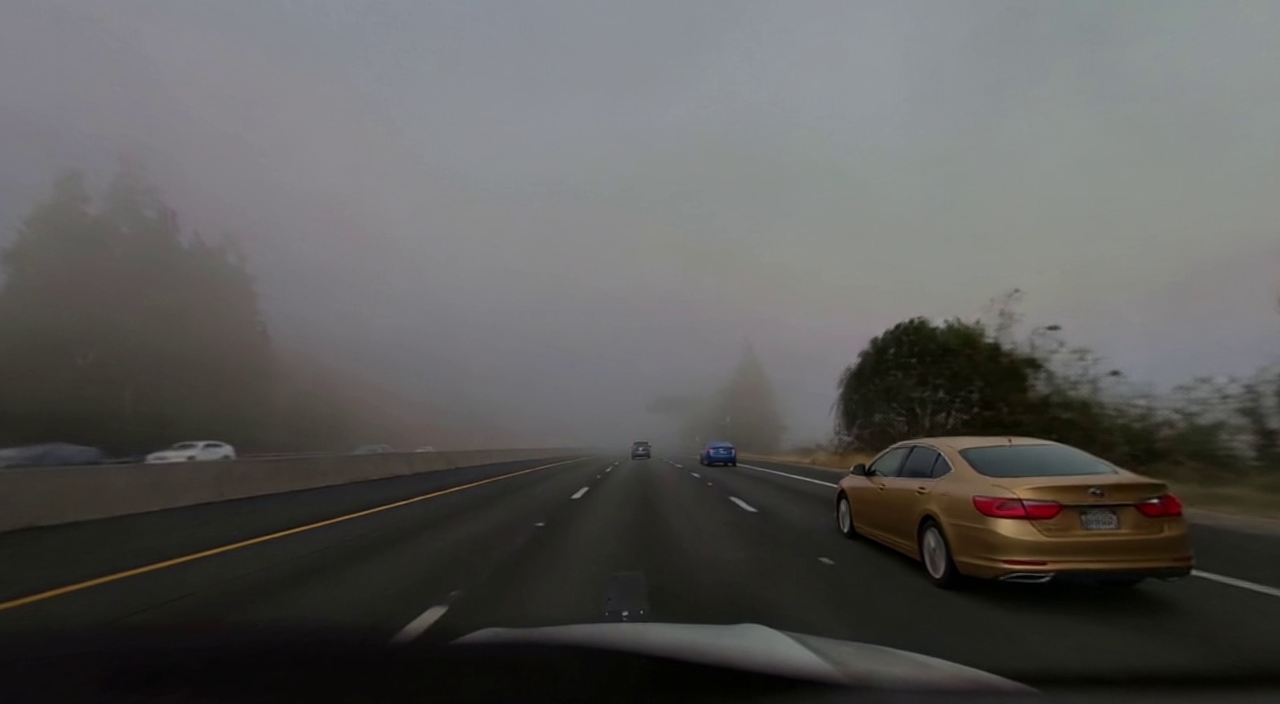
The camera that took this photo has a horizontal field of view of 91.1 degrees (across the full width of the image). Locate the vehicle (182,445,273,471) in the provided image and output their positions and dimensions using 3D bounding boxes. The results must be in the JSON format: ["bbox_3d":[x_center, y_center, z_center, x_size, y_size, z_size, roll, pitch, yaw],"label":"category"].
[{"bbox_3d":[-28.923,7.402,44.321,2.546,1.681,5.672,0,-8,1],"label":"vehicle"}]

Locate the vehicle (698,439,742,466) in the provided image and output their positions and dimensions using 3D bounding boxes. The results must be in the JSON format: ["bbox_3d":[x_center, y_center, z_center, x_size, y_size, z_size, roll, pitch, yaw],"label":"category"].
[{"bbox_3d":[4.782,6.106,38.229,2.008,1.524,4.598,0,-8,-1],"label":"vehicle"}]

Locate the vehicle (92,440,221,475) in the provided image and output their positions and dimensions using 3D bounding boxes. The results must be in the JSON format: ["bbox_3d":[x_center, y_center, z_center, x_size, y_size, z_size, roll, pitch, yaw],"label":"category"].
[{"bbox_3d":[-29.012,6.340,38.139,2.271,1.944,6.850,0,-8,1],"label":"vehicle"}]

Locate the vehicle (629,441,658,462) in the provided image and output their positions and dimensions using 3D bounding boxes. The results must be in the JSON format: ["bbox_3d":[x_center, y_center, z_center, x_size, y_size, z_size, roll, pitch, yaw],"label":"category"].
[{"bbox_3d":[0.247,7.363,46.536,2.052,1.449,3.857,0,-8,0],"label":"vehicle"}]
